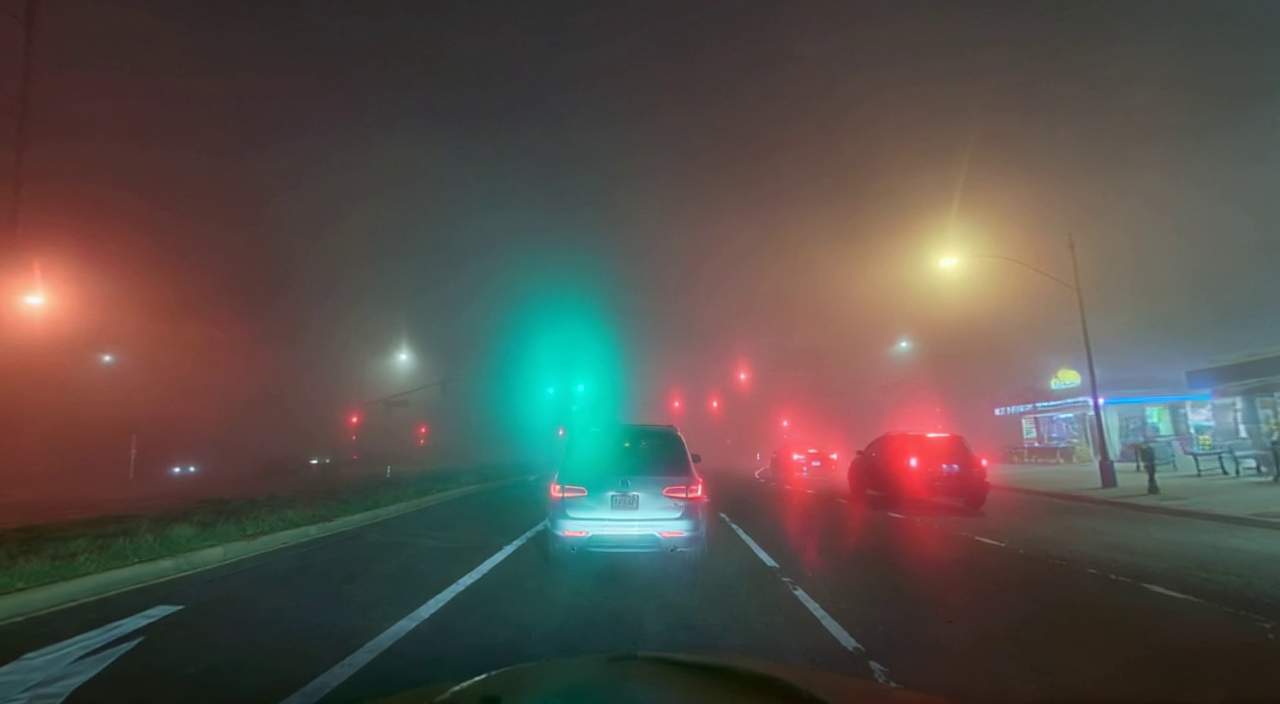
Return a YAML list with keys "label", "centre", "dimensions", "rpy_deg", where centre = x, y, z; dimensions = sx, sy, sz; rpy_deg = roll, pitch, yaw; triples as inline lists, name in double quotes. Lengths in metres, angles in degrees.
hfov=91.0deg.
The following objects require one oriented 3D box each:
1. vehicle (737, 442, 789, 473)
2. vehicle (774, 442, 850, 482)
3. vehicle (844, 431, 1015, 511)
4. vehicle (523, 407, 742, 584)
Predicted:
- label: "vehicle"
  centre: [6.307, 5.462, 32.711]
  dimensions: [1.961, 1.477, 4.454]
  rpy_deg: [0, -8, 2]
- label: "vehicle"
  centre: [6.859, 4.420, 25.553]
  dimensions: [1.833, 1.452, 4.237]
  rpy_deg: [0, -9, 0]
- label: "vehicle"
  centre: [6.768, 2.824, 15.428]
  dimensions: [2.072, 1.652, 4.611]
  rpy_deg: [0, -8, 1]
- label: "vehicle"
  centre: [-0.059, 1.689, 8.134]
  dimensions: [2.115, 1.700, 3.901]
  rpy_deg: [0, -8, 1]
